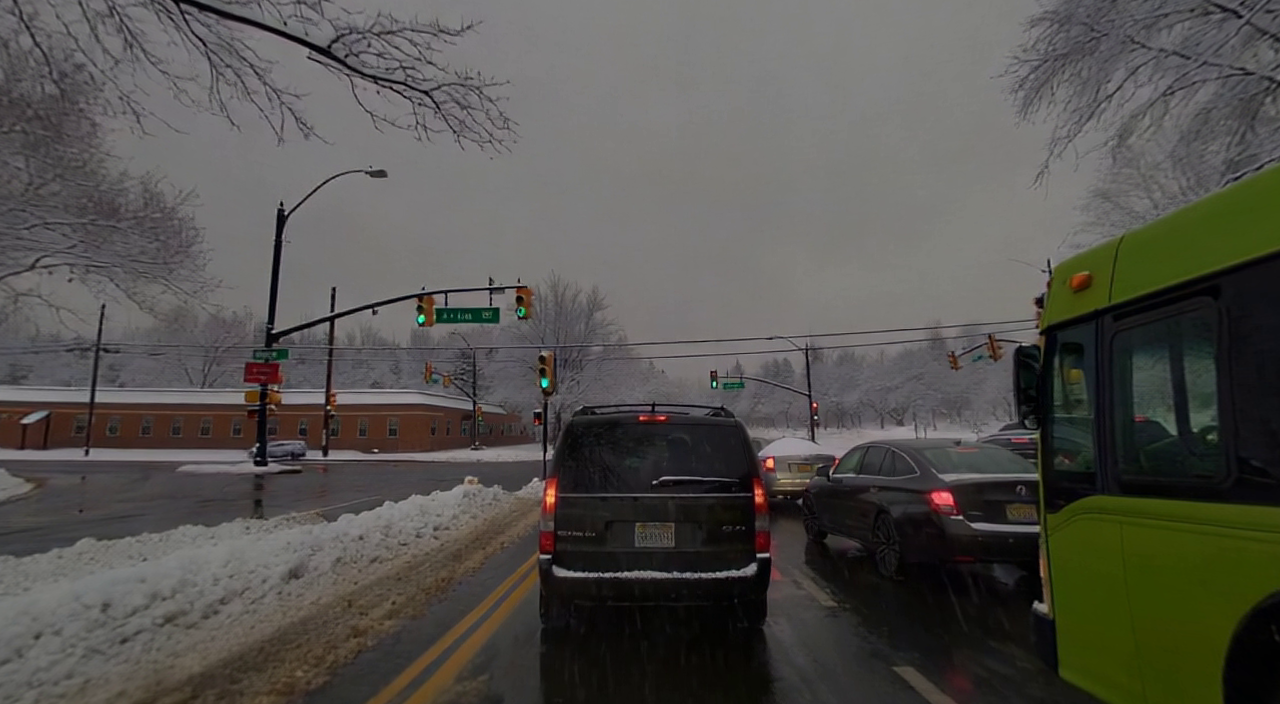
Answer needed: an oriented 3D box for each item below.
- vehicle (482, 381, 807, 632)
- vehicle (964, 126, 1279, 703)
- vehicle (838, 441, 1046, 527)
[{"bbox_3d":[0.008,1.472,7.007,2.381,1.842,4.603,0,-8,-1],"label":"vehicle"},{"bbox_3d":[2.610,0.315,0.427,2.037,2.065,5.037,0,-8,0],"label":"vehicle"},{"bbox_3d":[5.974,2.635,13.226,1.987,1.457,4.675,0,-8,-1],"label":"vehicle"}]
